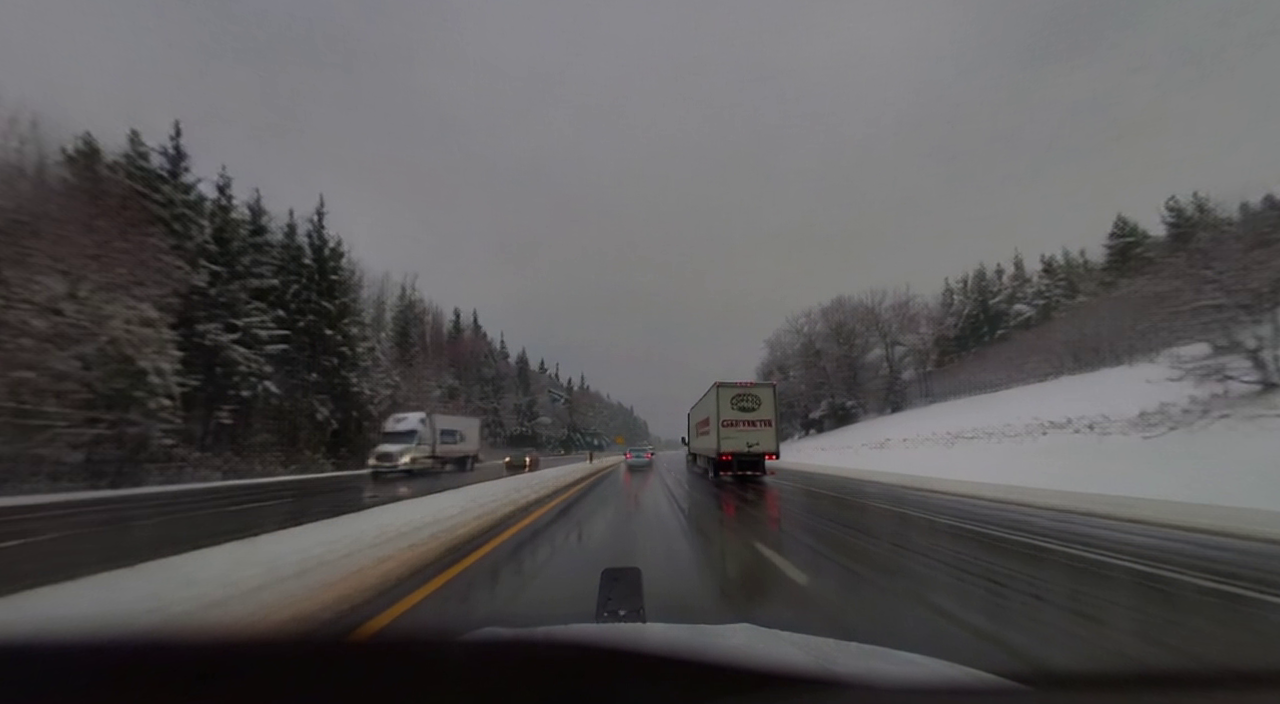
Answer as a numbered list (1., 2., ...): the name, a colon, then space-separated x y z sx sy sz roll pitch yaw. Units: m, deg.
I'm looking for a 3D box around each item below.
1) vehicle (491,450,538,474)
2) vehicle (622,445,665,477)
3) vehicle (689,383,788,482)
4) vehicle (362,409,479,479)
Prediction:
1. vehicle: -8.158 7.188 41.390 1.975 1.514 4.708 0 -9 2
2. vehicle: 0.181 5.527 32.138 2.074 1.475 3.960 0 -9 0
3. vehicle: 4.633 4.455 33.329 2.909 4.074 14.457 0 -9 0
4. vehicle: -13.247 5.795 39.491 3.135 3.736 10.955 0 -9 2
